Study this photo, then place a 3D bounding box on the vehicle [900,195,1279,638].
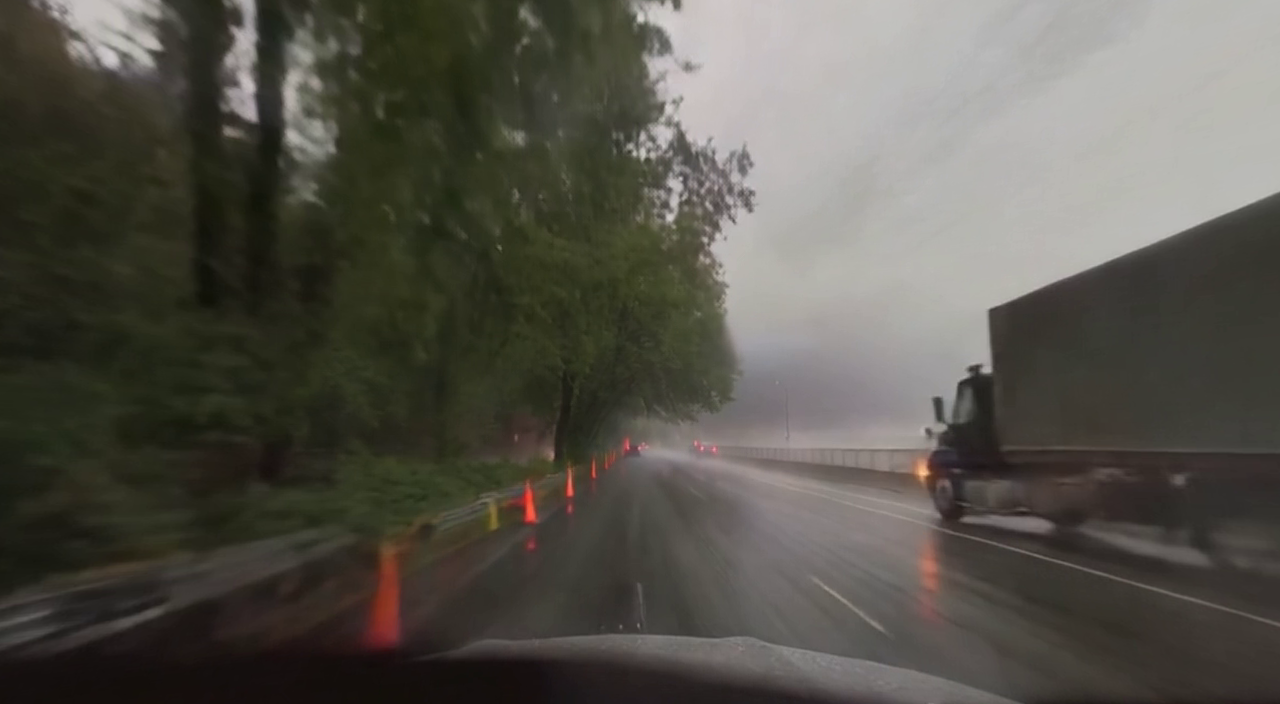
[{"bbox_3d":[6.323,0.717,6.436,2.664,3.418,11.107,0,-8,0],"label":"vehicle"}]
